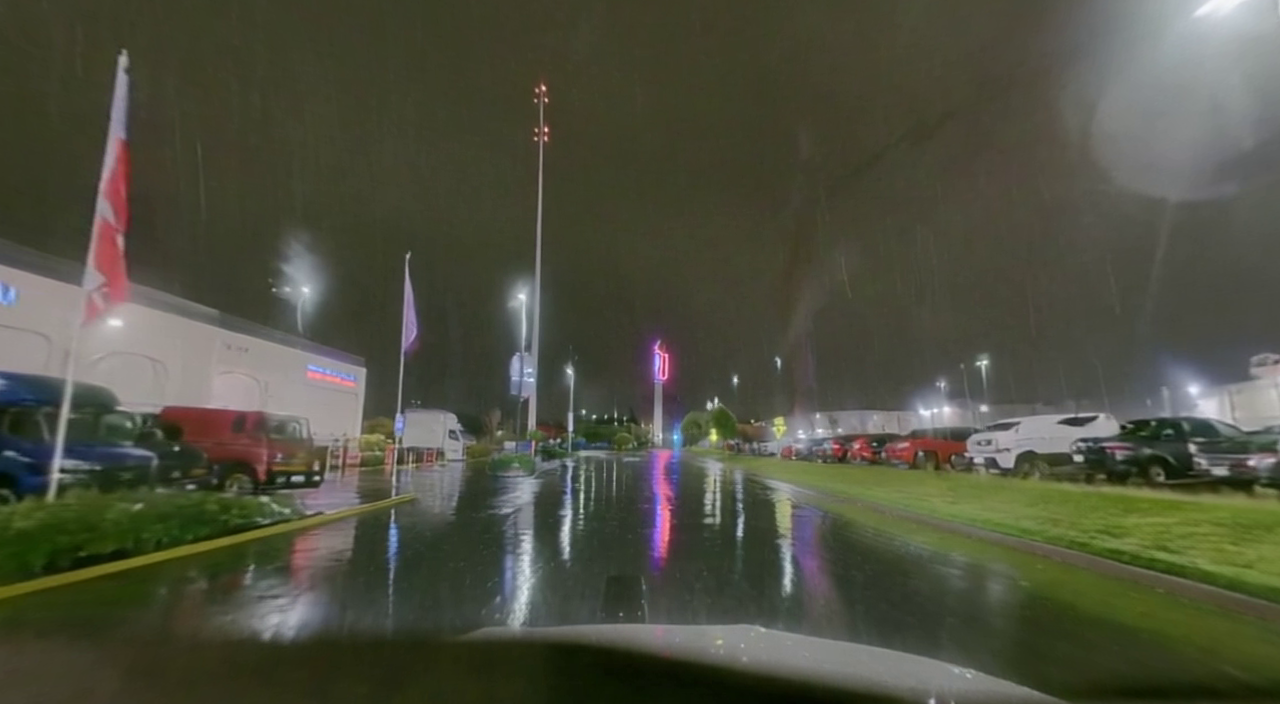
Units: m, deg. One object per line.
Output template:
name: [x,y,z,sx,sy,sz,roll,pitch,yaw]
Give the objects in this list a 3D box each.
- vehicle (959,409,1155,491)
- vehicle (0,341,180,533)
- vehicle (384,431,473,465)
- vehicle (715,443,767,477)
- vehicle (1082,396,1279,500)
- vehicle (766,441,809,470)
vehicle: [10.836,2.662,16.353,5.138,1.778,2.034,8,-15,-31]
vehicle: [-11.153,1.397,10.437,5.254,2.811,2.188,0,-8,1]
vehicle: [-13.197,5.951,39.320,5.672,1.963,2.189,-6,-10,34]
vehicle: [5.241,5.647,33.308,2.026,1.659,4.314,0,-8,1]
vehicle: [11.906,2.017,12.932,5.194,1.769,2.262,5,-11,-25]
vehicle: [9.562,6.636,40.697,2.021,1.753,4.342,-3,-9,21]
